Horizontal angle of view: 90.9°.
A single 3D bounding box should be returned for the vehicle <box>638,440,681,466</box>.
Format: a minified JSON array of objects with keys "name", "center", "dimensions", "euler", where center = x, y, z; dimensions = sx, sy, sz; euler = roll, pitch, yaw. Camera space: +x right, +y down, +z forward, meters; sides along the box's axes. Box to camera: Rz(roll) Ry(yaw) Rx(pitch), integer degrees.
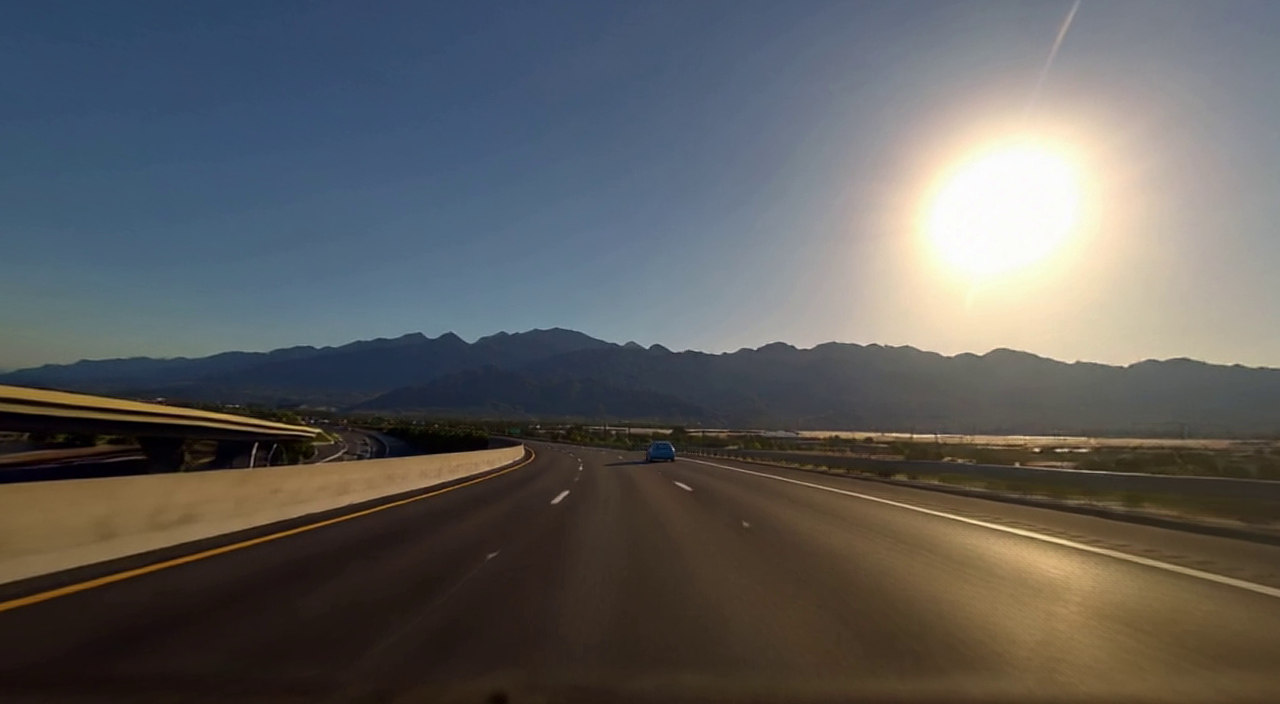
[{"name":"vehicle","center":[1.136,6.182,38.741],"dimensions":[1.985,1.440,4.466],"euler":[1,-9,-7]}]
